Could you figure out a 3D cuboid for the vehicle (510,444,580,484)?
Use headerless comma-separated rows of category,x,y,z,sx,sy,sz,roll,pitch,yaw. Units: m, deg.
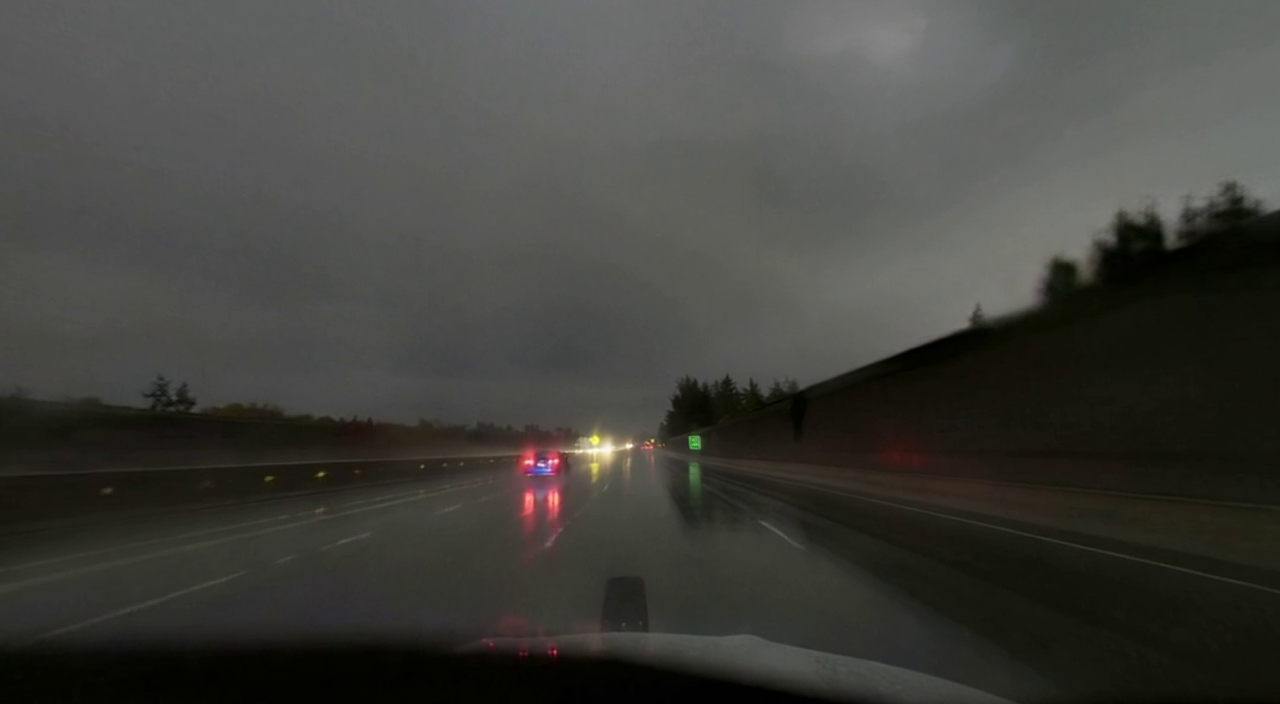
vehicle,-3.919,4.729,26.875,2.160,1.552,4.592,0,-9,1
